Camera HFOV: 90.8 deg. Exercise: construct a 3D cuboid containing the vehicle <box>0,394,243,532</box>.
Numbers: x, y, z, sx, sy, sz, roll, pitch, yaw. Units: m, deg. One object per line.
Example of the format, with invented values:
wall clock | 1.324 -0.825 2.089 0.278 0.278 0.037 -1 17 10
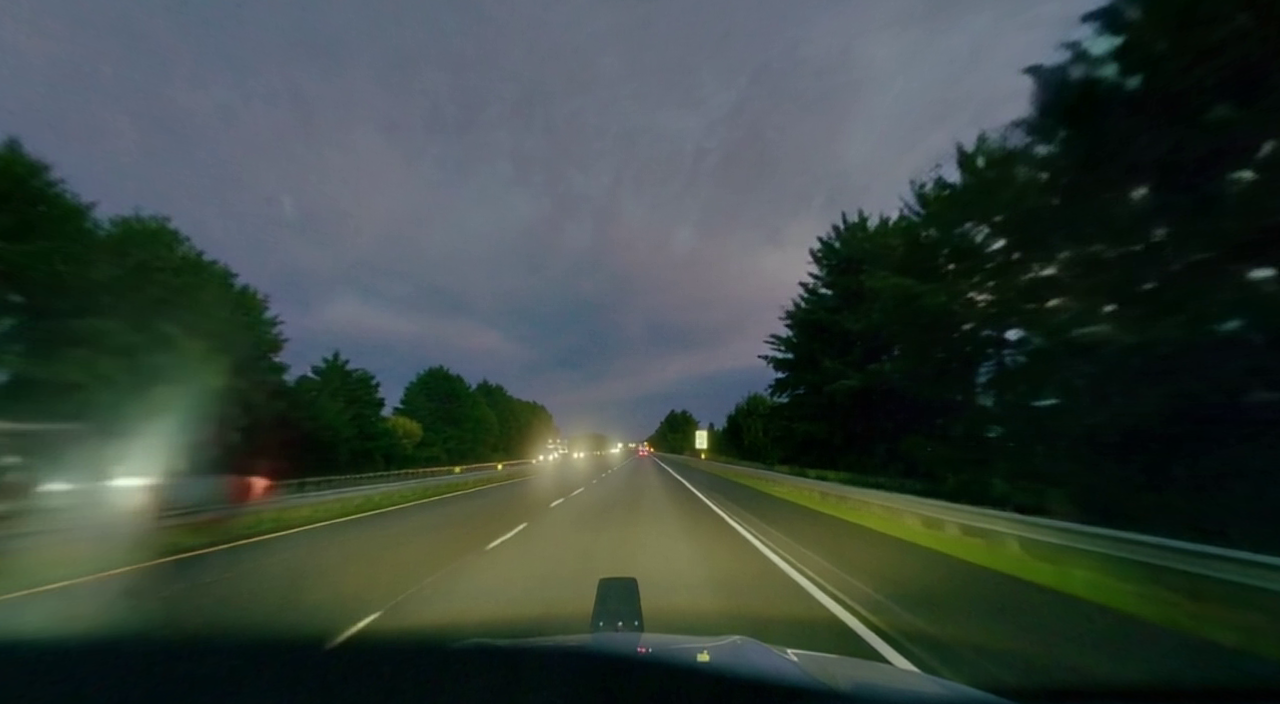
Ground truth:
vehicle | -11.888 2.413 14.034 2.436 2.436 5.427 0 -9 1
